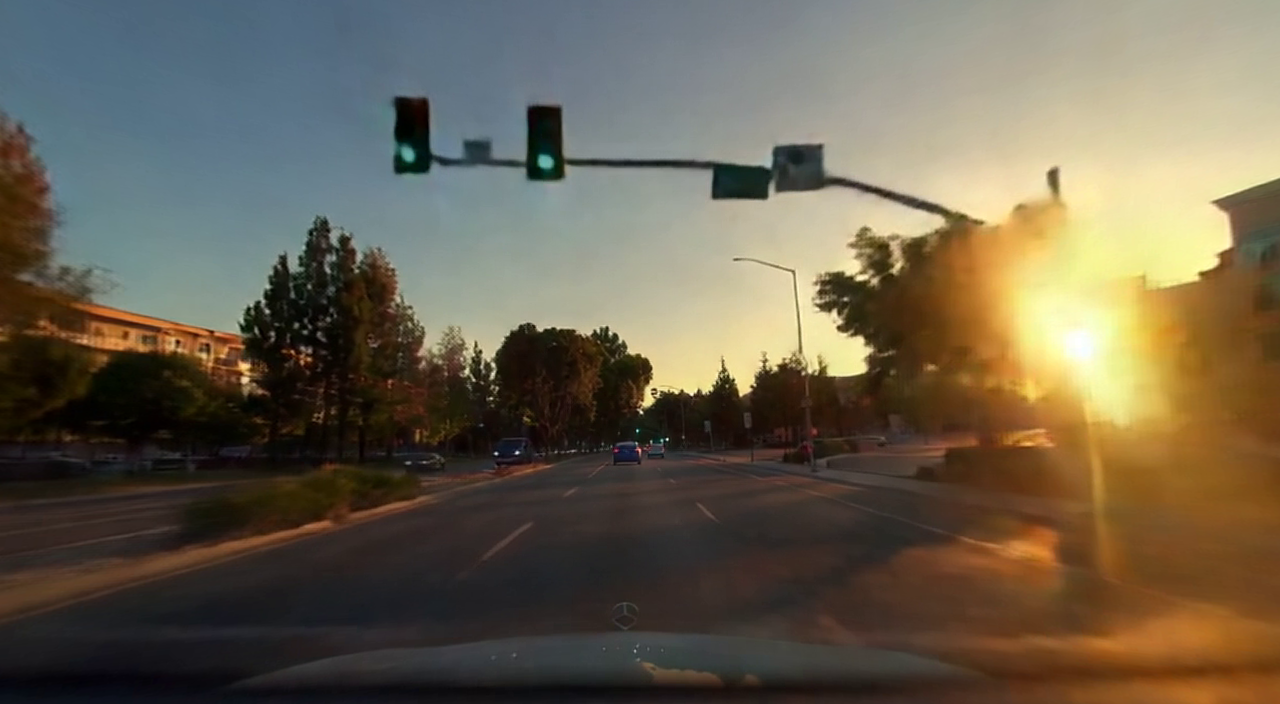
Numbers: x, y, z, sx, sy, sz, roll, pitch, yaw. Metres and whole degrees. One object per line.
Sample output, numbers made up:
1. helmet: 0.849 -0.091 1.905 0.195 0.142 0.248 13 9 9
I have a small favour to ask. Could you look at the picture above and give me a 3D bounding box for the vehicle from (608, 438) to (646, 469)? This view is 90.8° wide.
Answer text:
1. vehicle: -0.741 6.081 37.901 2.174 1.703 4.231 0 -9 0
